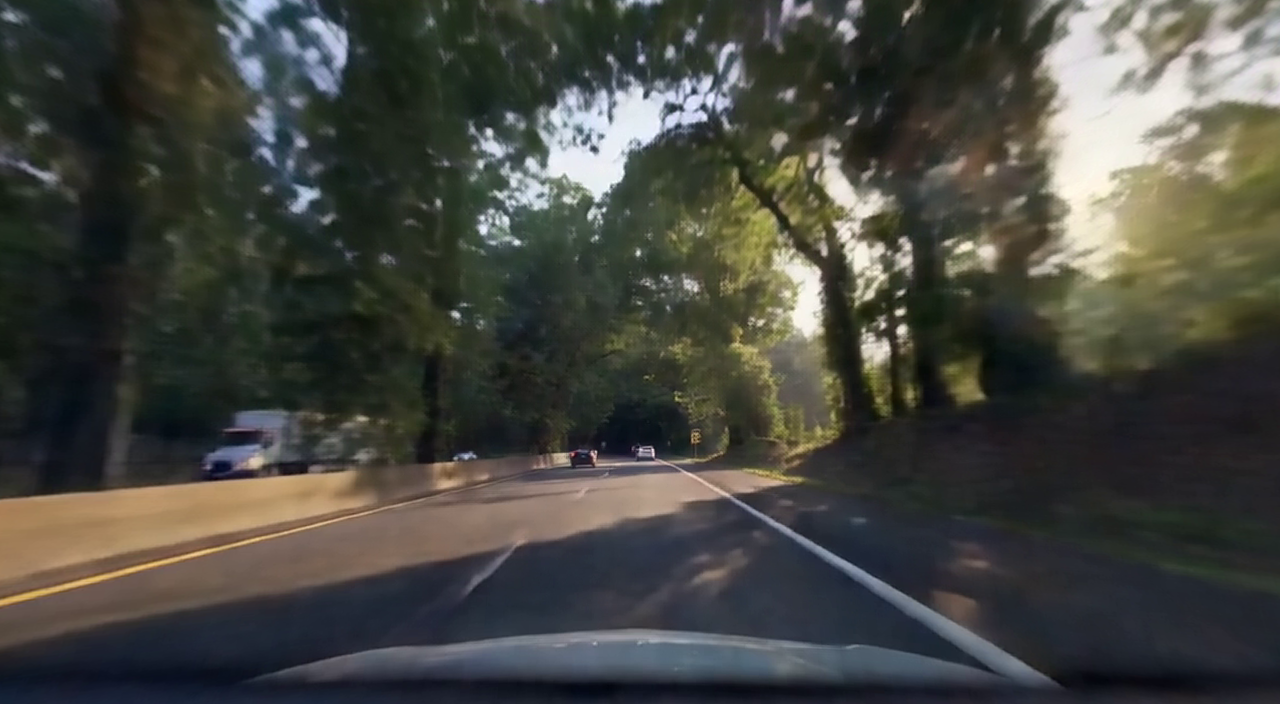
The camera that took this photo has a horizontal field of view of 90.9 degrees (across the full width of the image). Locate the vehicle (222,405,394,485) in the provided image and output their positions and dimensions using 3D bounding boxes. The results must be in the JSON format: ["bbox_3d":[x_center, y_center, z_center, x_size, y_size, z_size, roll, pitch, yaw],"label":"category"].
[{"bbox_3d":[-19.129,5.658,38.162,2.881,3.904,14.146,0,-9,-1],"label":"vehicle"}]

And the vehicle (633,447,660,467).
[{"bbox_3d":[0.442,8.062,48.449,1.989,1.402,3.831,0,-9,-1],"label":"vehicle"}]

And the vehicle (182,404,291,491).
[{"bbox_3d":[-19.031,4.510,29.952,2.908,3.879,2.998,0,-9,-1],"label":"vehicle"}]

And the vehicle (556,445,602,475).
[{"bbox_3d":[-3.233,5.857,34.399,2.112,1.498,4.117,0,-9,0],"label":"vehicle"}]
